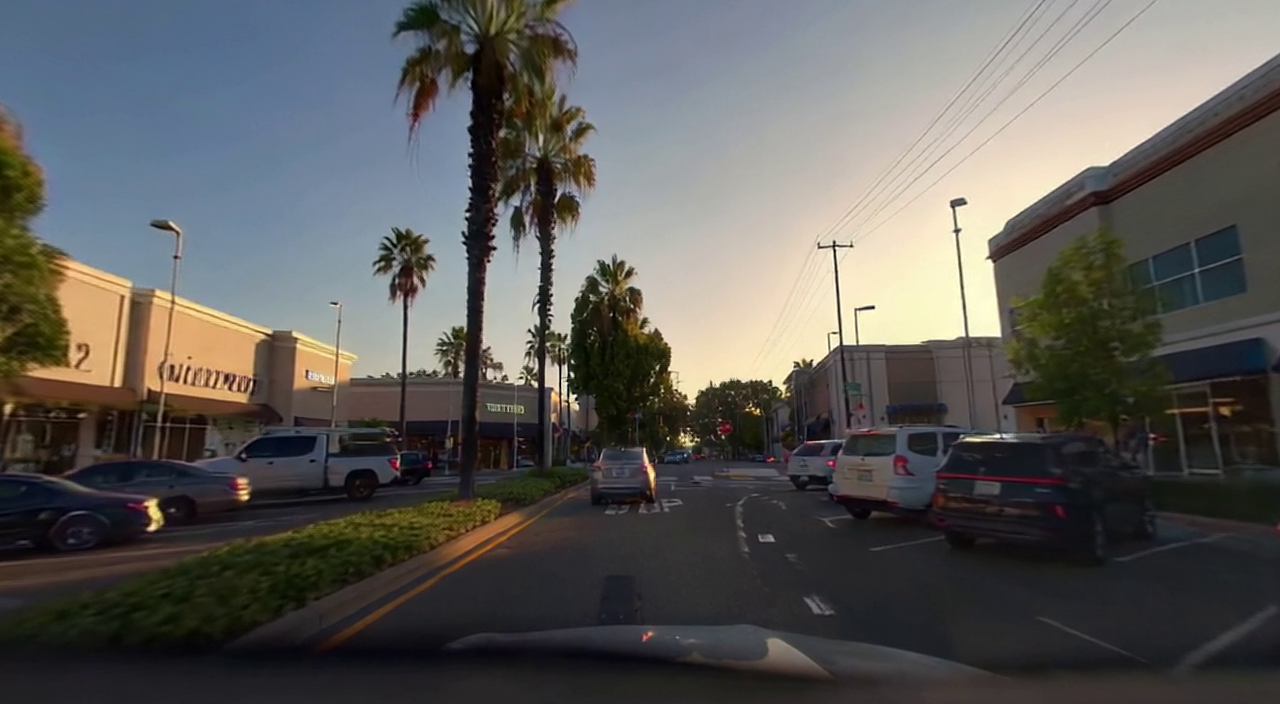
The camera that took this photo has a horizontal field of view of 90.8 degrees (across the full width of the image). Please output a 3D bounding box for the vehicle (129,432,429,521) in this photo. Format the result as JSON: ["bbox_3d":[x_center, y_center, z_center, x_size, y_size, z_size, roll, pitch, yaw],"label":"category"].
[{"bbox_3d":[-10.043,3.407,18.197,6.873,2.051,2.823,8,-12,-43],"label":"vehicle"}]

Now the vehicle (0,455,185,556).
[{"bbox_3d":[-10.180,2.450,10.338,4.266,1.458,1.976,7,-11,-37],"label":"vehicle"}]

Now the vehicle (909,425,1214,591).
[{"bbox_3d":[5.367,1.751,7.881,4.105,1.509,1.839,7,-11,-38],"label":"vehicle"}]

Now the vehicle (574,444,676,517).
[{"bbox_3d":[-0.204,2.950,15.029,2.031,1.479,3.969,-1,-9,4],"label":"vehicle"}]
